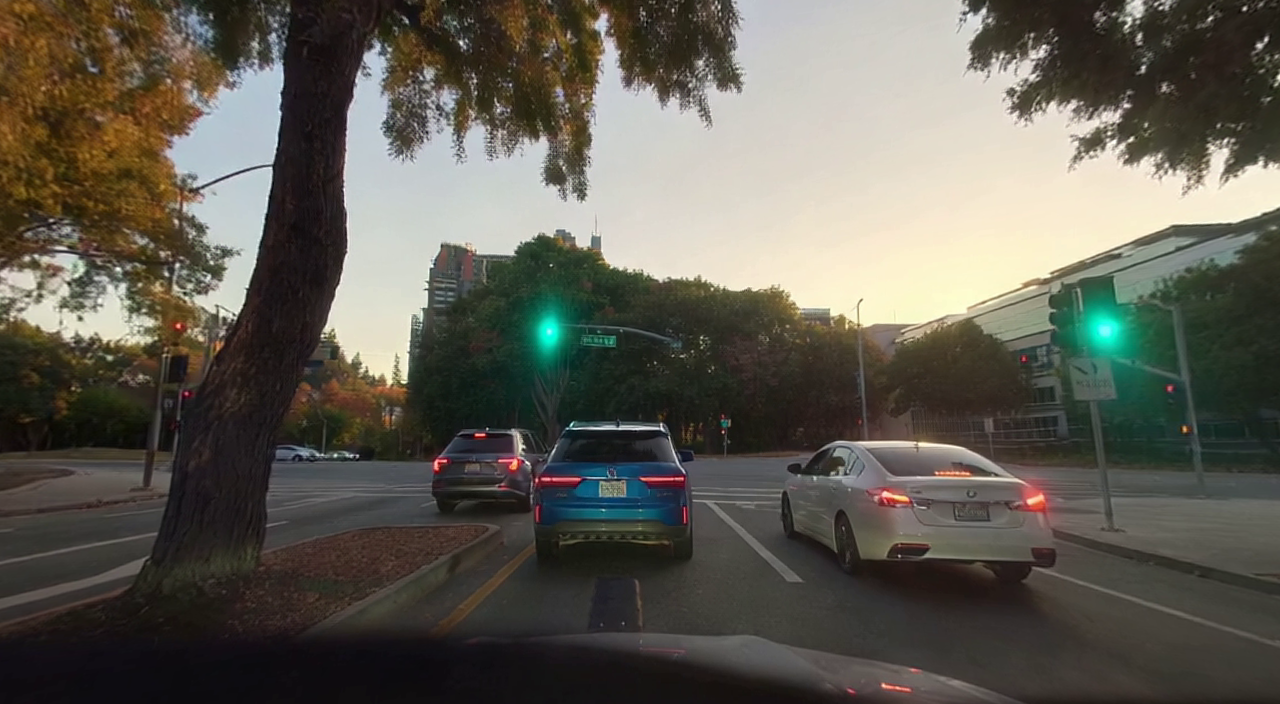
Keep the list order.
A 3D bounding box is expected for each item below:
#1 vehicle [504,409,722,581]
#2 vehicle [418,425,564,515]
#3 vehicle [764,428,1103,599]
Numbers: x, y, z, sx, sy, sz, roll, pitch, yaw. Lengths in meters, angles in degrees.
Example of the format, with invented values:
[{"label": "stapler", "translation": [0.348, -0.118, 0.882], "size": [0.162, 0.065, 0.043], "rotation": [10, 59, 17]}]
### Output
[{"label": "vehicle", "translation": [-0.244, 1.700, 8.277], "size": [2.108, 1.654, 4.235], "rotation": [0, -8, 0]}, {"label": "vehicle", "translation": [-3.000, 2.483, 13.640], "size": [1.987, 1.633, 4.005], "rotation": [0, -8, 3]}, {"label": "vehicle", "translation": [3.017, 1.750, 7.805], "size": [2.056, 1.468, 4.520], "rotation": [0, -8, 0]}]
